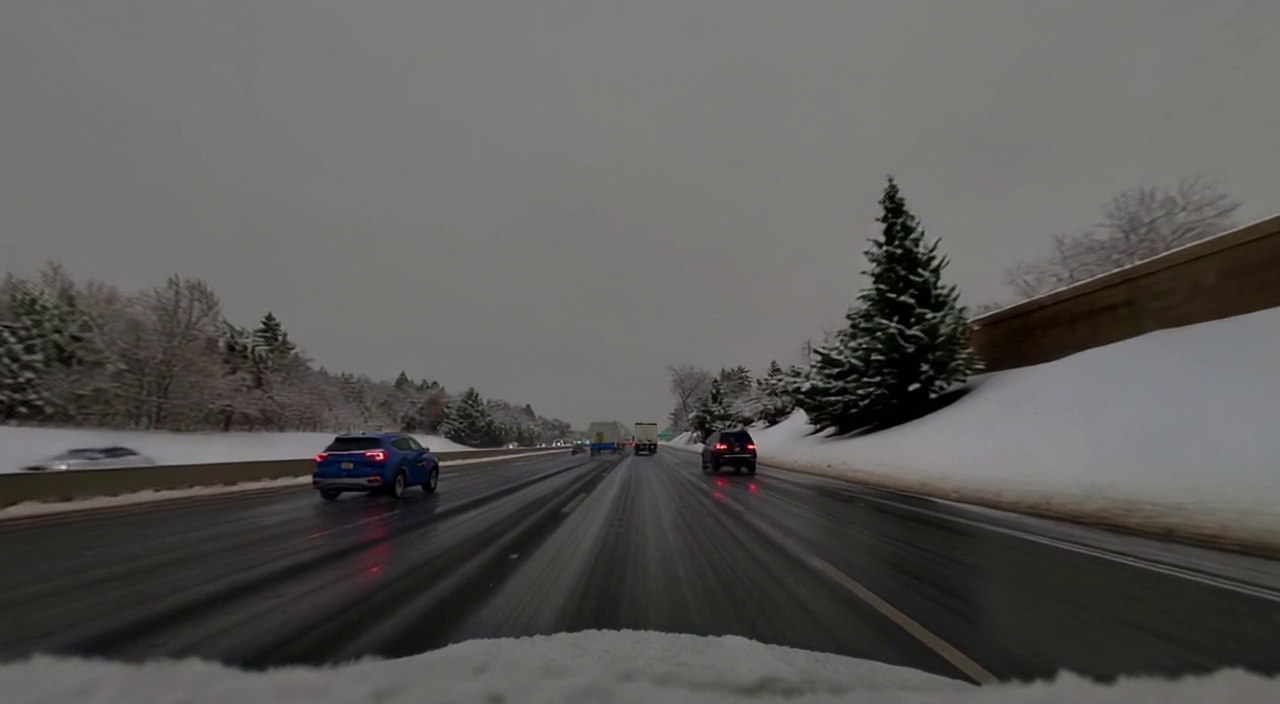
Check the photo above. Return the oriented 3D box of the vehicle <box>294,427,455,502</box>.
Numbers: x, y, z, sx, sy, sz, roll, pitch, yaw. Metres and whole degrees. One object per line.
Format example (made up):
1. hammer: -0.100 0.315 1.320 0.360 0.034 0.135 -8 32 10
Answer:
1. vehicle: -7.071 3.036 17.540 2.289 1.774 4.871 0 -8 1

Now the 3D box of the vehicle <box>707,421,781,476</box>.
1. vehicle: 4.424 4.225 27.772 2.408 2.210 4.999 0 -8 0

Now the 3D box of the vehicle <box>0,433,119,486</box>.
1. vehicle: -20.706 3.626 21.583 1.994 1.618 4.288 0 -8 1
